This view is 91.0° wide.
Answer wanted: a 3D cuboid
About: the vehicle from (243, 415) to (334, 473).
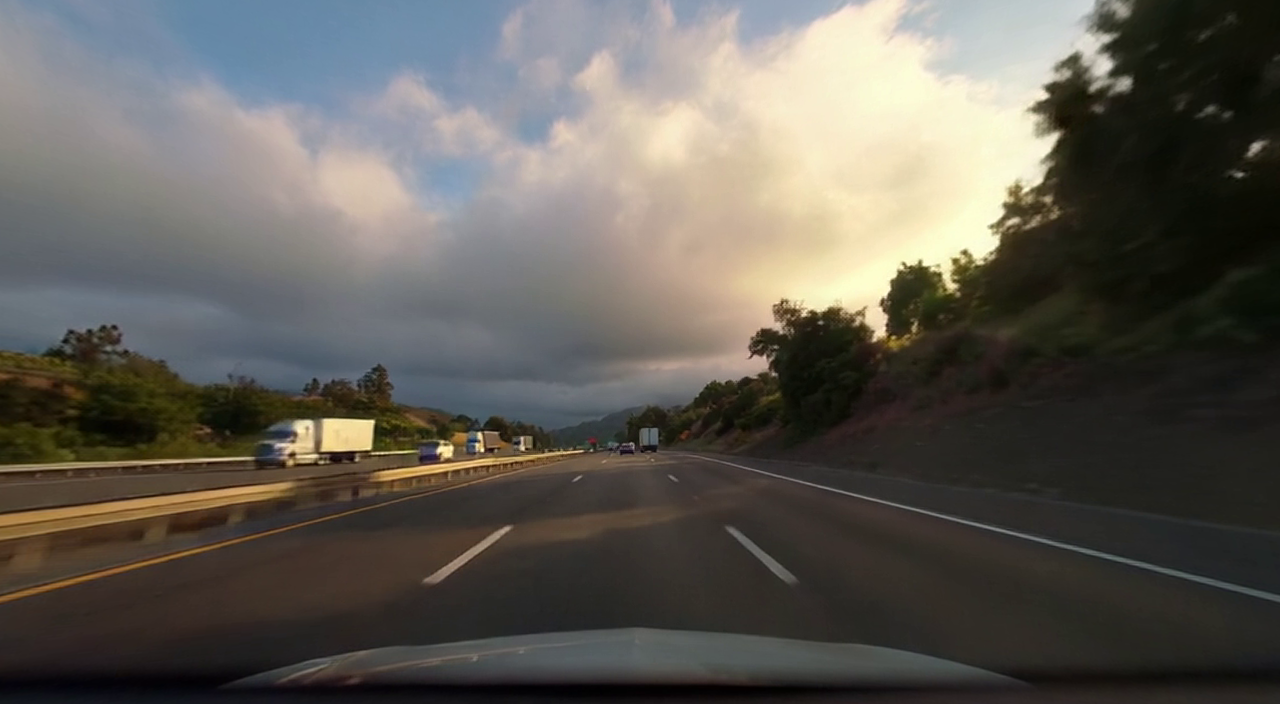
[{"bbox_3d":[-24.342,6.442,44.027,2.940,3.748,5.874,0,-8,-1],"label":"vehicle"}]
